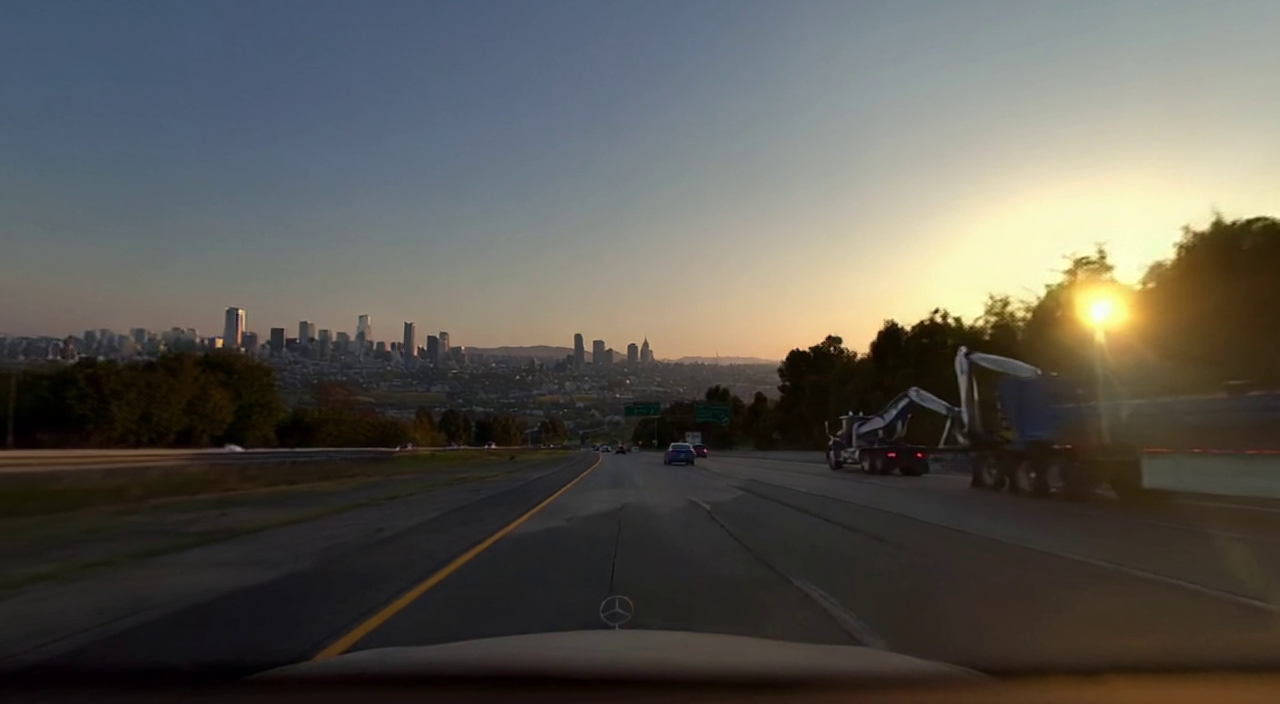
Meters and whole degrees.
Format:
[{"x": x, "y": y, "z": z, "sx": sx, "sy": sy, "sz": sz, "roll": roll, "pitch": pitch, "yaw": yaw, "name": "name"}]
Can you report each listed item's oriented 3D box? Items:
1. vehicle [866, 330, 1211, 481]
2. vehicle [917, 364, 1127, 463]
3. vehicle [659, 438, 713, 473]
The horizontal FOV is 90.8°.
[{"x": 14.041, "y": 2.590, "z": 25.459, "sx": 3.968, "sy": 4.321, "sz": 14.566, "roll": 1, "pitch": -9, "yaw": -2, "name": "vehicle"}, {"x": 13.856, "y": 2.459, "z": 23.794, "sx": 3.476, "sy": 3.195, "sz": 6.407, "roll": 1, "pitch": -8, "yaw": -4, "name": "vehicle"}, {"x": 2.367, "y": 5.488, "z": 33.755, "sx": 2.305, "sy": 1.729, "sz": 4.526, "roll": 0, "pitch": -8, "yaw": -3, "name": "vehicle"}]
